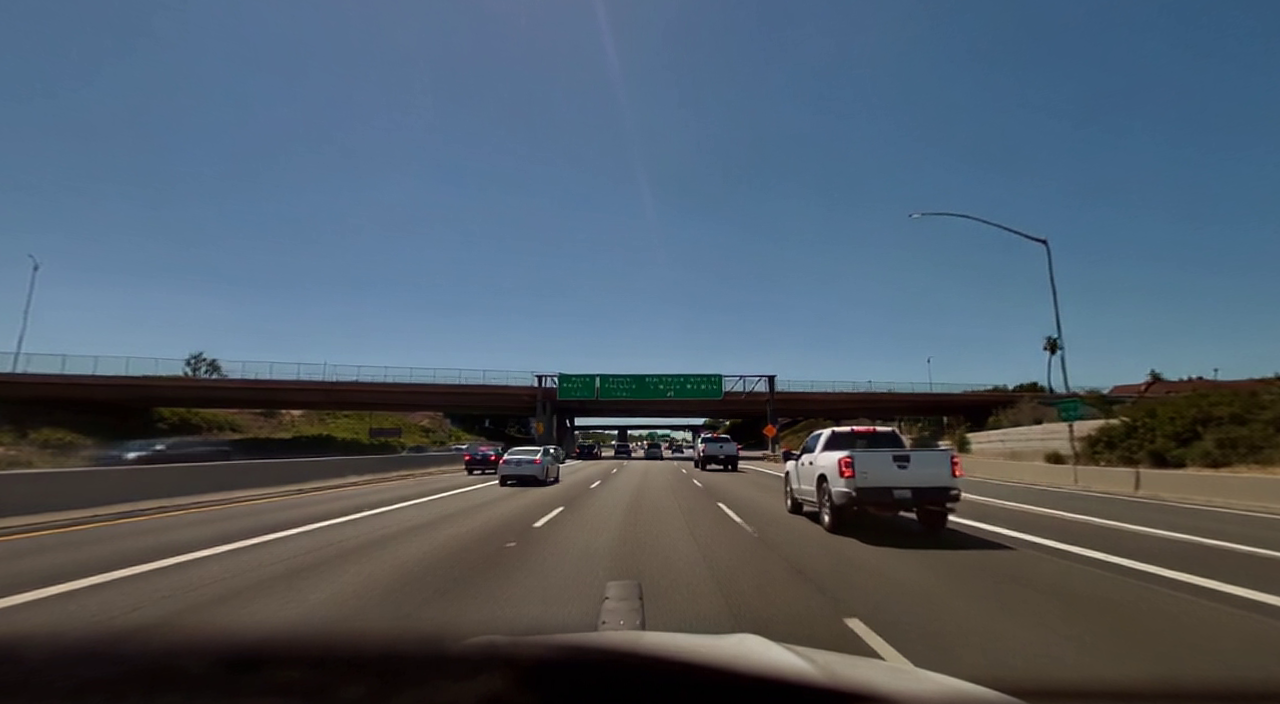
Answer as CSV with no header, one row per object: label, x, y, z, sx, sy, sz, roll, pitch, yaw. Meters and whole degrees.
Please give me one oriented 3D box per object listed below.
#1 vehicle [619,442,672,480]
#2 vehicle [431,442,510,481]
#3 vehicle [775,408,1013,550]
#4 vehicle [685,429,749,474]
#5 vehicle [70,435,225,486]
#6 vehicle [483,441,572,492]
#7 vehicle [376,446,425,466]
vehicle,0.254,4.627,26.930,2.071,1.478,4.130,0,-9,1
vehicle,-7.287,4.750,27.582,2.065,1.519,4.491,0,-9,2
vehicle,3.649,1.925,10.102,2.045,1.768,4.249,0,-9,0
vehicle,4.009,5.371,34.047,2.802,2.151,6.579,0,-9,2
vehicle,-20.010,4.432,25.974,2.176,1.901,5.057,0,-9,2
vehicle,-3.612,3.760,21.049,1.996,1.488,4.451,0,-9,2
vehicle,-18.532,8.069,48.900,1.851,1.502,4.485,-1,-9,3
